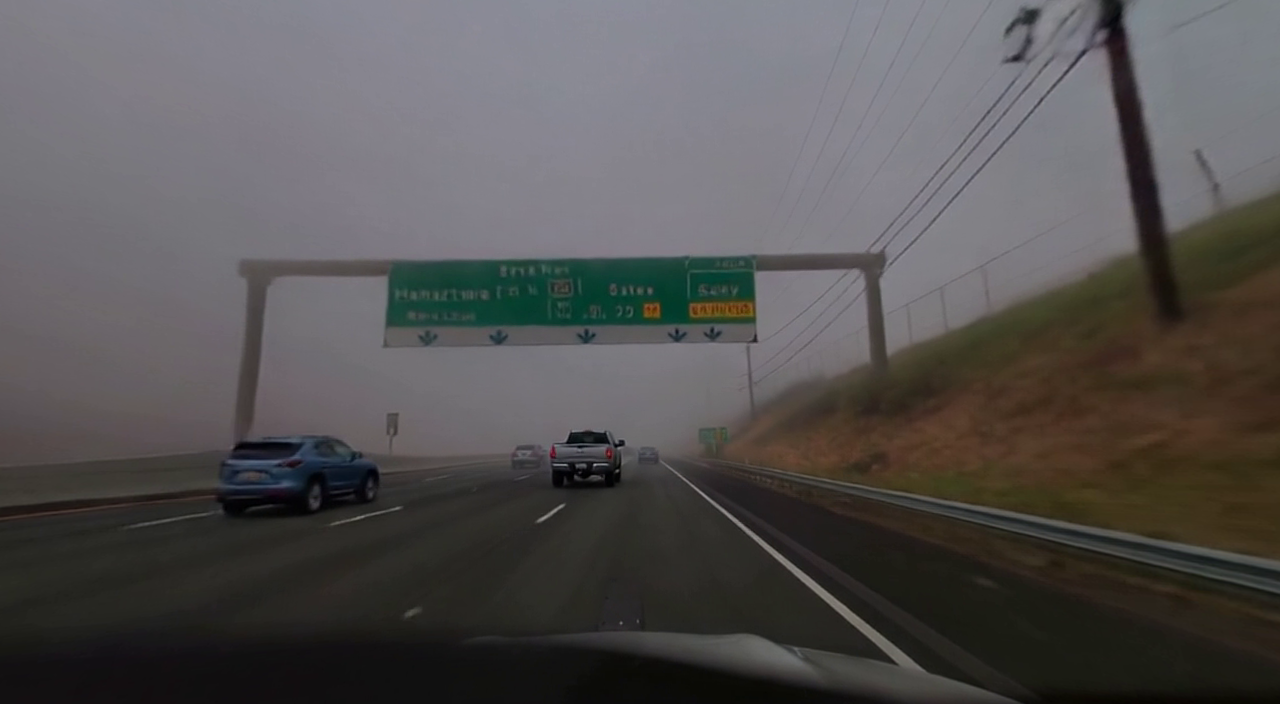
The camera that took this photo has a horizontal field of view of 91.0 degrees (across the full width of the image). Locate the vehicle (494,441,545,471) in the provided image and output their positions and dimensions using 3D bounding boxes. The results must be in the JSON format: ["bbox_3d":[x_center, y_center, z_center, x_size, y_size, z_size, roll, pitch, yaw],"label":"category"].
[{"bbox_3d":[-7.416,6.437,39.234,2.143,1.688,4.776,0,-8,1],"label":"vehicle"}]

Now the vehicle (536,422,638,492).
[{"bbox_3d":[-1.600,3.584,21.892,2.972,2.087,6.126,0,-8,0],"label":"vehicle"}]

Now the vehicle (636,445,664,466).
[{"bbox_3d":[0.705,7.769,47.282,2.025,1.485,4.310,0,-8,-1],"label":"vehicle"}]

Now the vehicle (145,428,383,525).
[{"bbox_3d":[-7.266,2.426,12.889,2.055,1.618,4.457,0,-8,1],"label":"vehicle"}]
